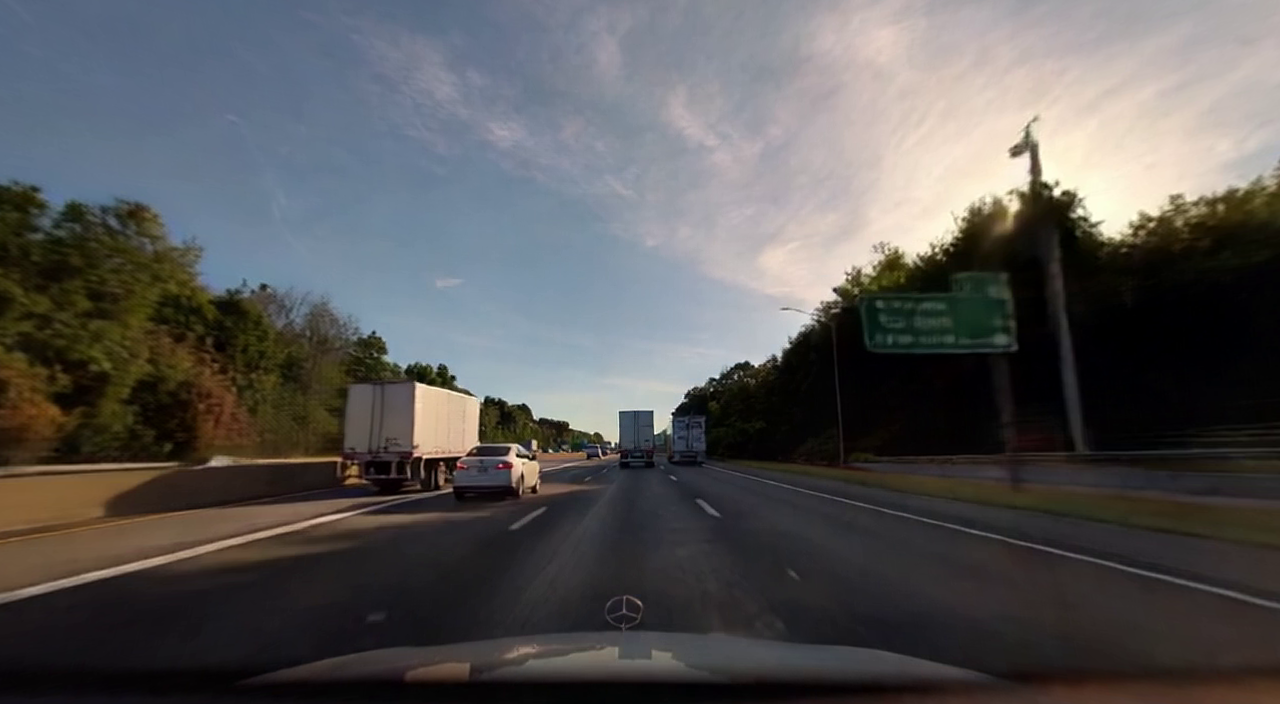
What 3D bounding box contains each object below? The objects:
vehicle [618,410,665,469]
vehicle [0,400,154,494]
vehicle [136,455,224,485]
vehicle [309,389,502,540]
[{"bbox_3d":[0.073,6.819,48.831,3.201,4.019,10.918,0,-9,0],"label":"vehicle"},{"bbox_3d":[-28.422,4.611,30.529,3.036,3.912,8.215,0,-9,1],"label":"vehicle"},{"bbox_3d":[-24.461,6.263,33.740,1.760,1.435,3.810,0,-9,1],"label":"vehicle"},{"bbox_3d":[-3.866,1.936,11.191,2.033,2.234,3.490,0,-9,0],"label":"vehicle"}]
